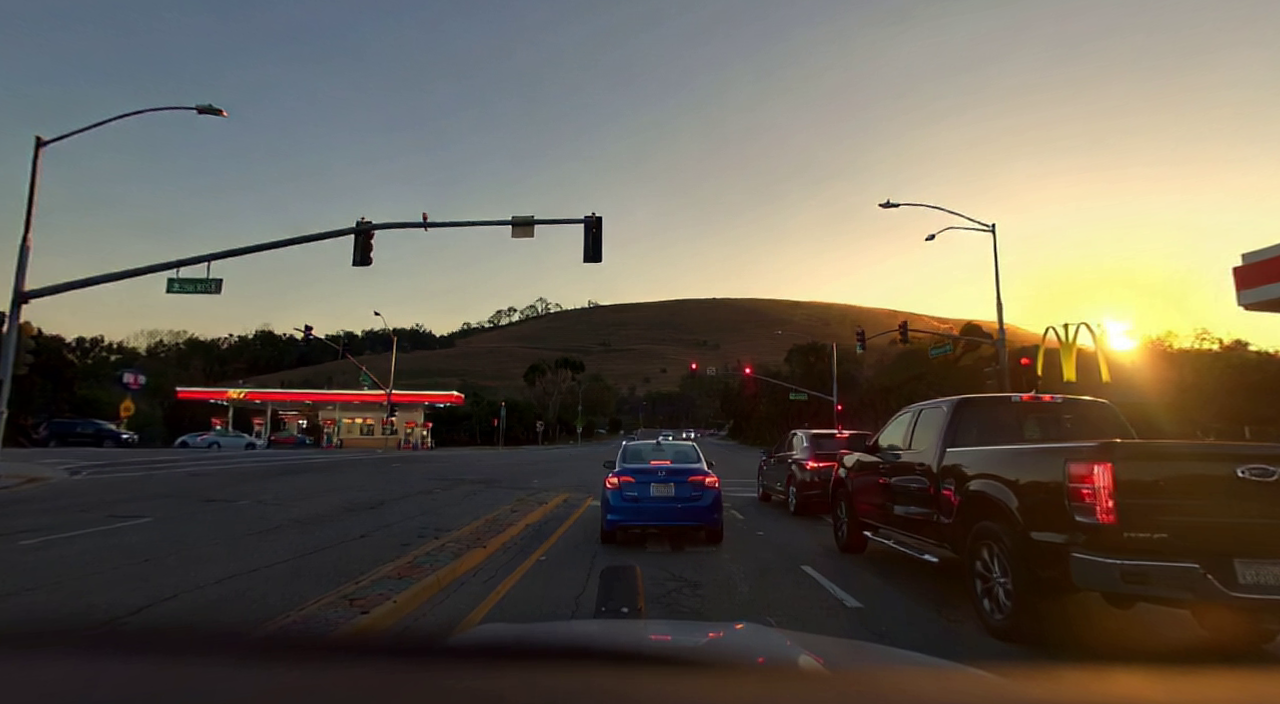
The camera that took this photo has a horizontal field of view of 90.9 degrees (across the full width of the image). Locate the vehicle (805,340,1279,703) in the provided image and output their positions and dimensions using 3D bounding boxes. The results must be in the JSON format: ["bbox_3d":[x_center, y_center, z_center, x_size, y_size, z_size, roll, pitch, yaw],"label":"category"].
[{"bbox_3d":[3.560,1.311,6.130,2.277,1.871,6.143,0,-8,0],"label":"vehicle"}]

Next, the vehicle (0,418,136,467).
[{"bbox_3d":[-21.972,3.360,23.451,4.742,1.720,2.107,-1,-8,4],"label":"vehicle"}]

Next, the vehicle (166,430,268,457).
[{"bbox_3d":[-23.098,5.032,34.487,4.326,1.420,1.798,-1,-8,4],"label":"vehicle"}]

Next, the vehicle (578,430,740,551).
[{"bbox_3d":[0.231,2.016,9.869,2.027,1.494,3.824,0,-8,0],"label":"vehicle"}]
